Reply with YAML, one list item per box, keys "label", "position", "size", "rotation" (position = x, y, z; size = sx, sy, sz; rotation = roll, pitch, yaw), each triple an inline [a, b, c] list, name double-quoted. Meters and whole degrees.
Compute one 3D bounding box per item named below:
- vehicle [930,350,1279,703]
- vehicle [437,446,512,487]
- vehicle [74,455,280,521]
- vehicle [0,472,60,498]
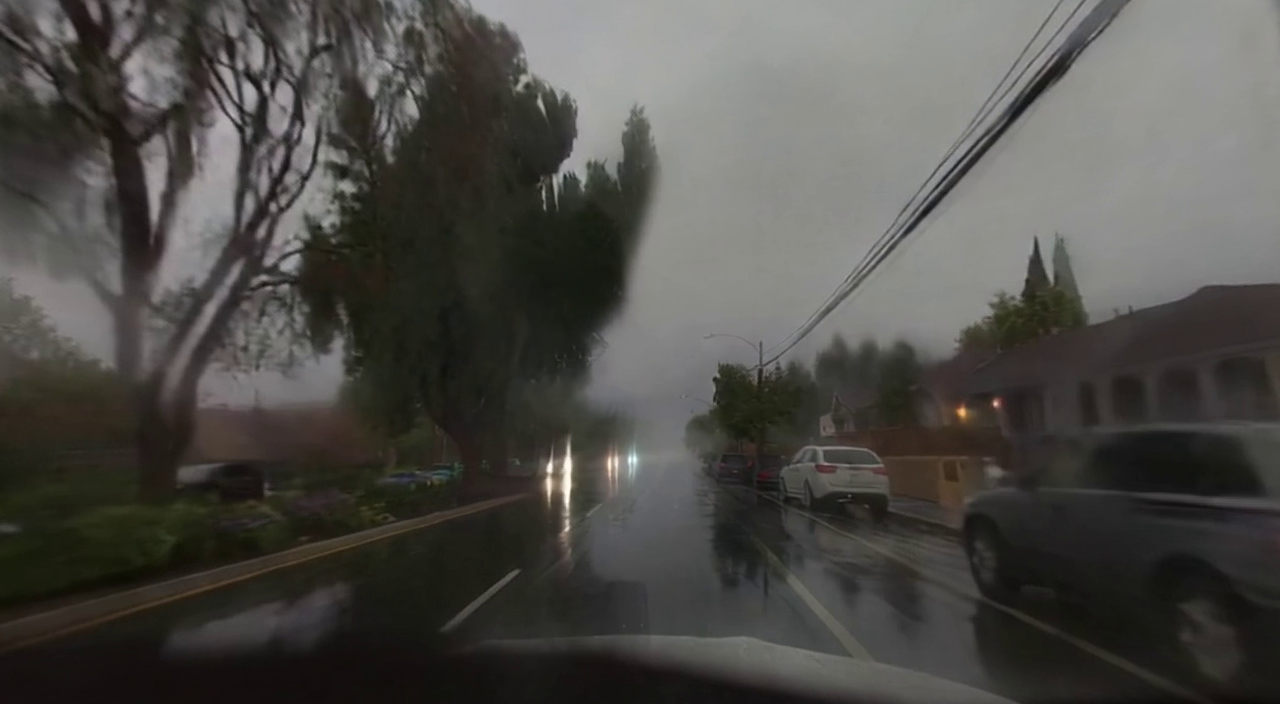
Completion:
- label: "vehicle"
  position: [3.861, 1.023, 3.590]
  size: [2.166, 1.798, 5.256]
  rotation: [-1, -8, 3]
- label: "vehicle"
  position: [-7.606, 5.312, 29.610]
  size: [2.331, 1.696, 4.861]
  rotation: [0, -8, -2]
- label: "vehicle"
  position: [-12.450, 3.650, 17.478]
  size: [1.999, 1.467, 4.618]
  rotation: [-1, -8, 4]
- label: "vehicle"
  position: [-43.058, 9.172, 43.648]
  size: [4.398, 1.639, 1.919]
  rotation: [-2, -8, 11]
